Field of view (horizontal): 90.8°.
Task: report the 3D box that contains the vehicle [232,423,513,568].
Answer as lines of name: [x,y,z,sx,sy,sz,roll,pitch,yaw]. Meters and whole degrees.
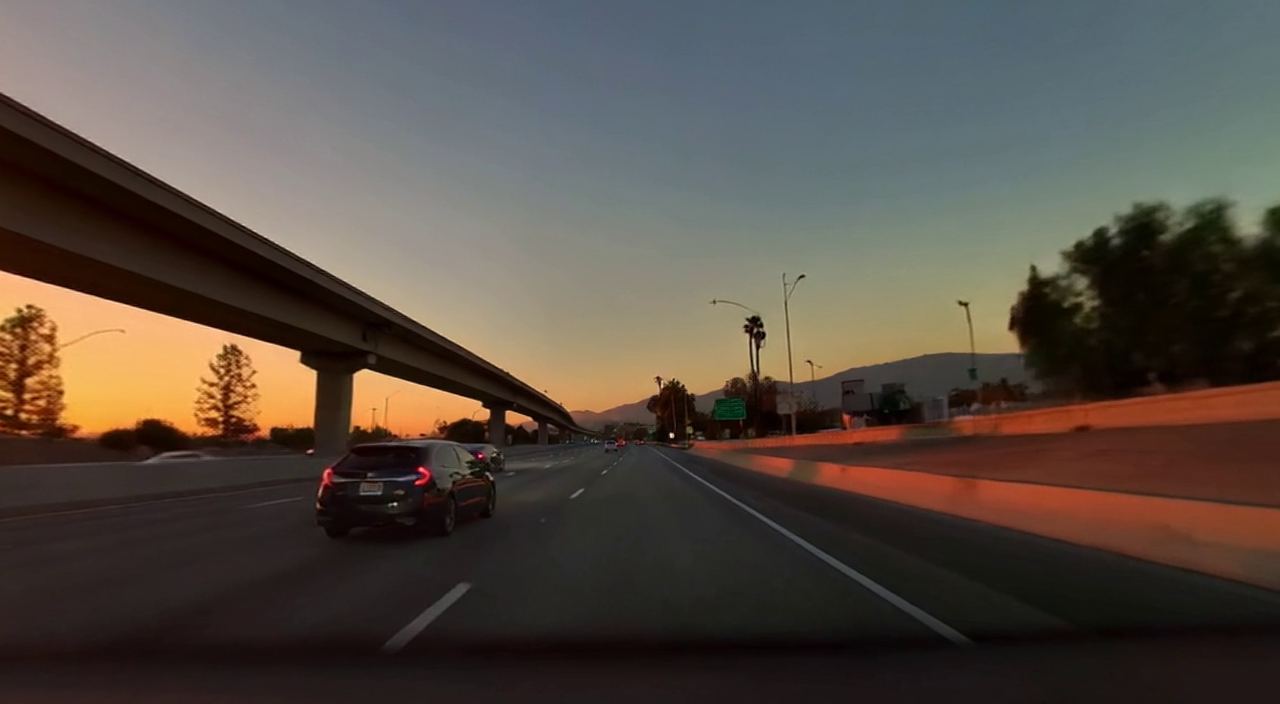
vehicle: [-3.298,1.861,9.066,1.978,1.499,4.695,0,-8,0]
